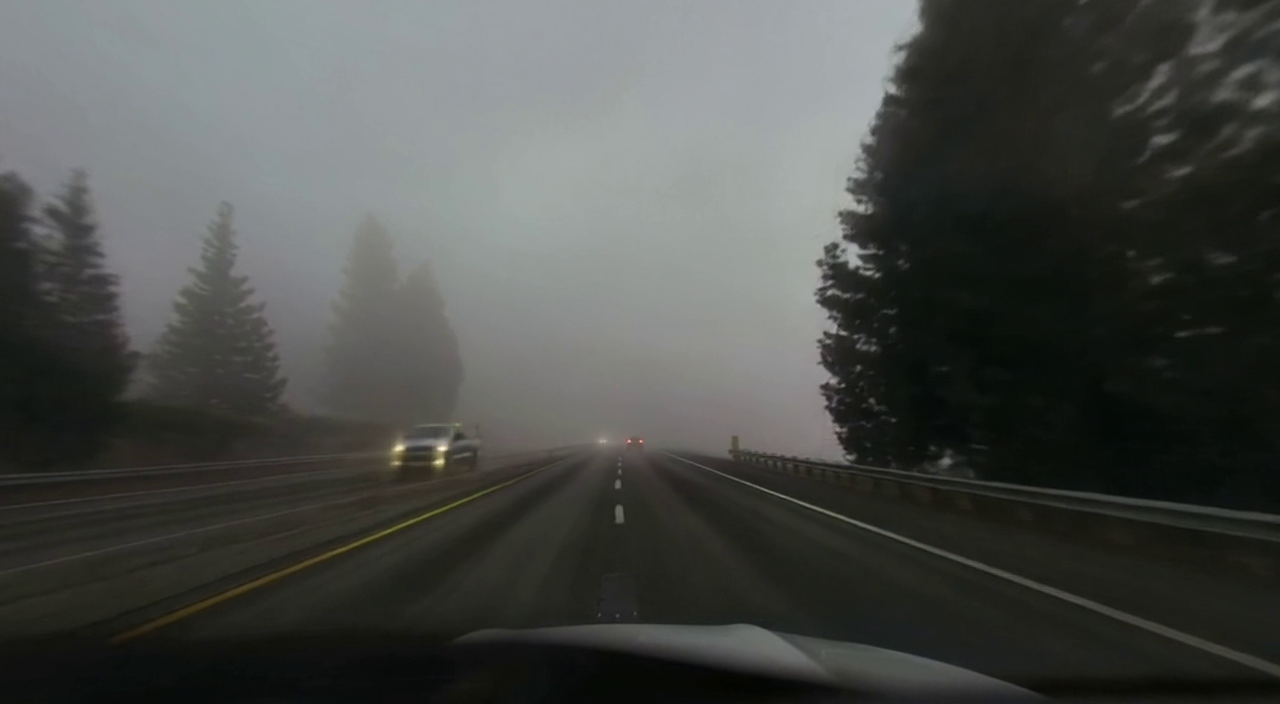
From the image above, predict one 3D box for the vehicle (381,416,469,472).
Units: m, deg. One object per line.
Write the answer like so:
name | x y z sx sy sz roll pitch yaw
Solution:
vehicle | -9.875 4.294 29.459 2.249 2.323 5.638 0 -8 -2
